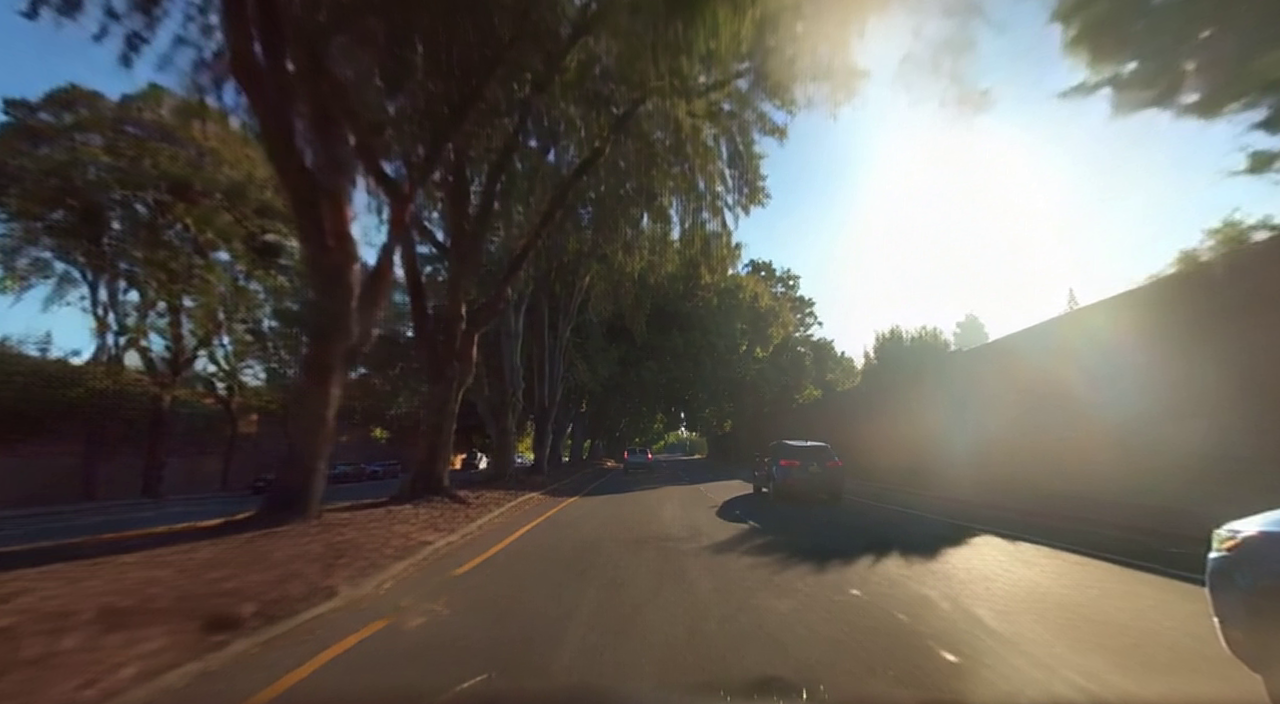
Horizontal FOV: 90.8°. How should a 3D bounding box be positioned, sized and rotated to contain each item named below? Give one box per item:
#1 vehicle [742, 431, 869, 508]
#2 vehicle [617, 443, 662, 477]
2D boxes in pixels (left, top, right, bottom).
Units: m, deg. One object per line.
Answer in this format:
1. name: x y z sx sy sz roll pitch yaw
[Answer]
1. vehicle: 4.226 3.071 17.040 2.155 1.752 4.456 0 -8 -1
2. vehicle: -0.055 6.104 35.994 2.391 1.739 3.837 0 -8 -1
